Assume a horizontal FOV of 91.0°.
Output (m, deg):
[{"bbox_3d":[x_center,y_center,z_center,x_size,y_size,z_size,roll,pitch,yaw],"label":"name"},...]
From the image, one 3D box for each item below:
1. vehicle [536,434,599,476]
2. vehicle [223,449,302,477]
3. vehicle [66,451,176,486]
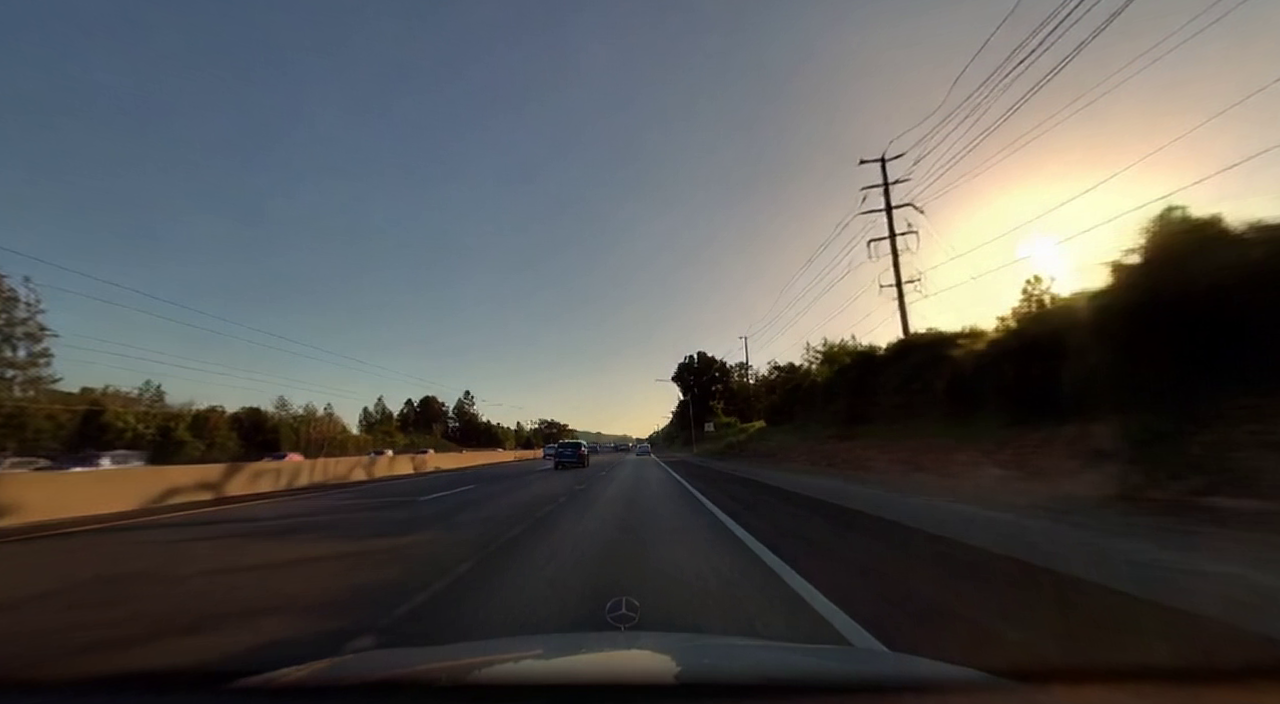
[{"bbox_3d":[-3.636,5.315,32.689,2.577,1.939,5.408,0,-9,1],"label":"vehicle"},{"bbox_3d":[-24.542,7.226,41.204,2.018,1.724,4.942,0,-9,1],"label":"vehicle"},{"bbox_3d":[-28.781,6.433,35.168,1.973,1.811,4.881,0,-9,0],"label":"vehicle"}]
